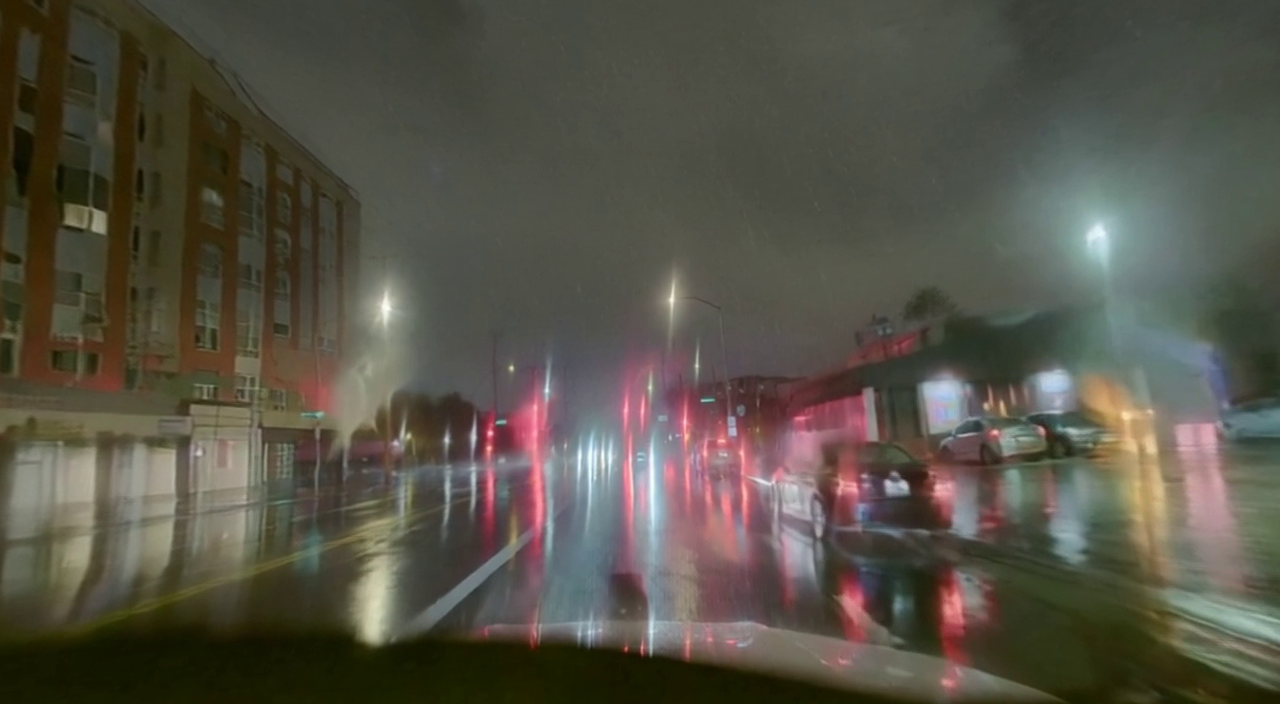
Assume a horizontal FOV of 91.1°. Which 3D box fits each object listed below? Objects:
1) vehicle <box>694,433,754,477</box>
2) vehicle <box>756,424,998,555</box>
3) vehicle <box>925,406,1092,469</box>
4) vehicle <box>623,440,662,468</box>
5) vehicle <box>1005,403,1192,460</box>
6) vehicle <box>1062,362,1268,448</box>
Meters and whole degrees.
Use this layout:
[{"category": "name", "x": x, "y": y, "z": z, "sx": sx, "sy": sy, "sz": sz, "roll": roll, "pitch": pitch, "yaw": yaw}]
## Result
[{"category": "vehicle", "x": 3.496, "y": 4.396, "z": 26.921, "sx": 1.938, "sy": 1.714, "sz": 4.402, "roll": 0, "pitch": -9, "yaw": -1}, {"category": "vehicle", "x": 3.212, "y": 1.962, "z": 9.626, "sx": 2.062, "sy": 1.535, "sz": 4.206, "roll": 0, "pitch": -9, "yaw": 0}, {"category": "vehicle", "x": 10.863, "y": 2.607, "z": 19.053, "sx": 1.956, "sy": 1.514, "sz": 4.862, "roll": -4, "pitch": -8, "yaw": -2}, {"category": "vehicle", "x": 0.140, "y": 5.883, "z": 36.373, "sx": 2.153, "sy": 1.505, "sz": 4.452, "roll": 0, "pitch": -9, "yaw": 0}, {"category": "vehicle", "x": 13.246, "y": 2.406, "z": 18.617, "sx": 1.819, "sy": 1.450, "sz": 4.707, "roll": 0, "pitch": -9, "yaw": -3}, {"category": "vehicle", "x": 15.530, "y": 1.749, "z": 19.056, "sx": 1.969, "sy": 2.282, "sz": 4.731, "roll": 0, "pitch": -9, "yaw": -1}]
